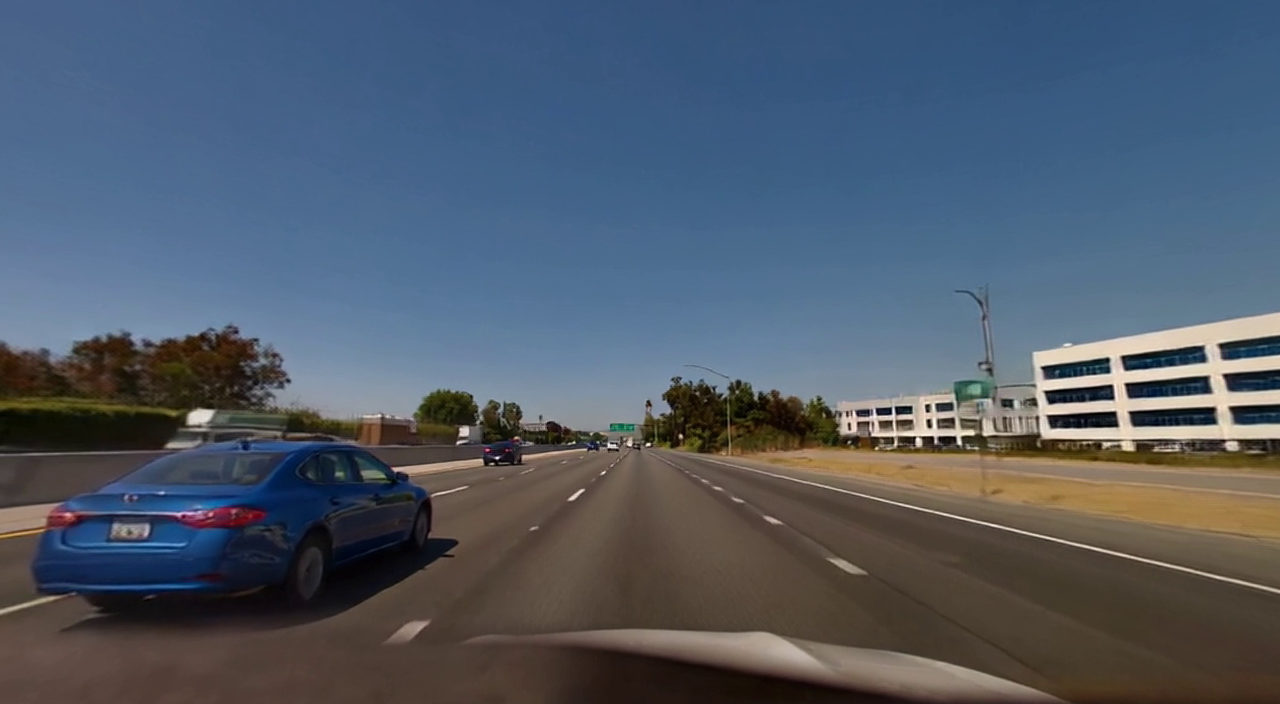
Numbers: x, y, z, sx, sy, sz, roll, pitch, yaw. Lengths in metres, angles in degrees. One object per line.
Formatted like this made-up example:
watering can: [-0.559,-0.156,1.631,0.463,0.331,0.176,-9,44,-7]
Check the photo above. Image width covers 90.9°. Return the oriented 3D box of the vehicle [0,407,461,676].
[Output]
vehicle: [-3.605,1.482,6.258,2.144,1.565,4.951,0,-8,1]

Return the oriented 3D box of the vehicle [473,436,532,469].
vehicle: [-7.387,5.439,34.376,2.118,1.675,4.395,0,-8,1]
